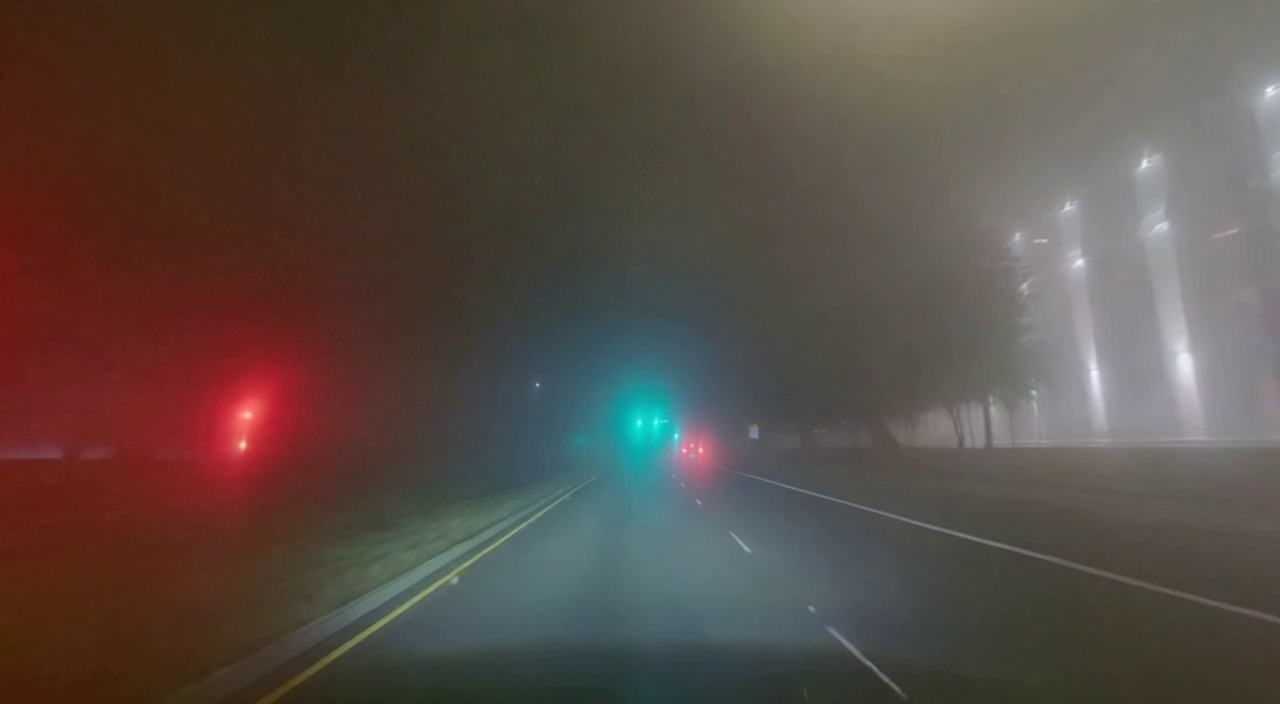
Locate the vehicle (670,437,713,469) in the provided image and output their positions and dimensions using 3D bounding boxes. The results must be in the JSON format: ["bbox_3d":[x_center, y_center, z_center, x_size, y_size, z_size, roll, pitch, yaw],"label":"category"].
[{"bbox_3d":[3.068,6.174,38.809,2.085,1.828,5.383,0,-8,-1],"label":"vehicle"}]
